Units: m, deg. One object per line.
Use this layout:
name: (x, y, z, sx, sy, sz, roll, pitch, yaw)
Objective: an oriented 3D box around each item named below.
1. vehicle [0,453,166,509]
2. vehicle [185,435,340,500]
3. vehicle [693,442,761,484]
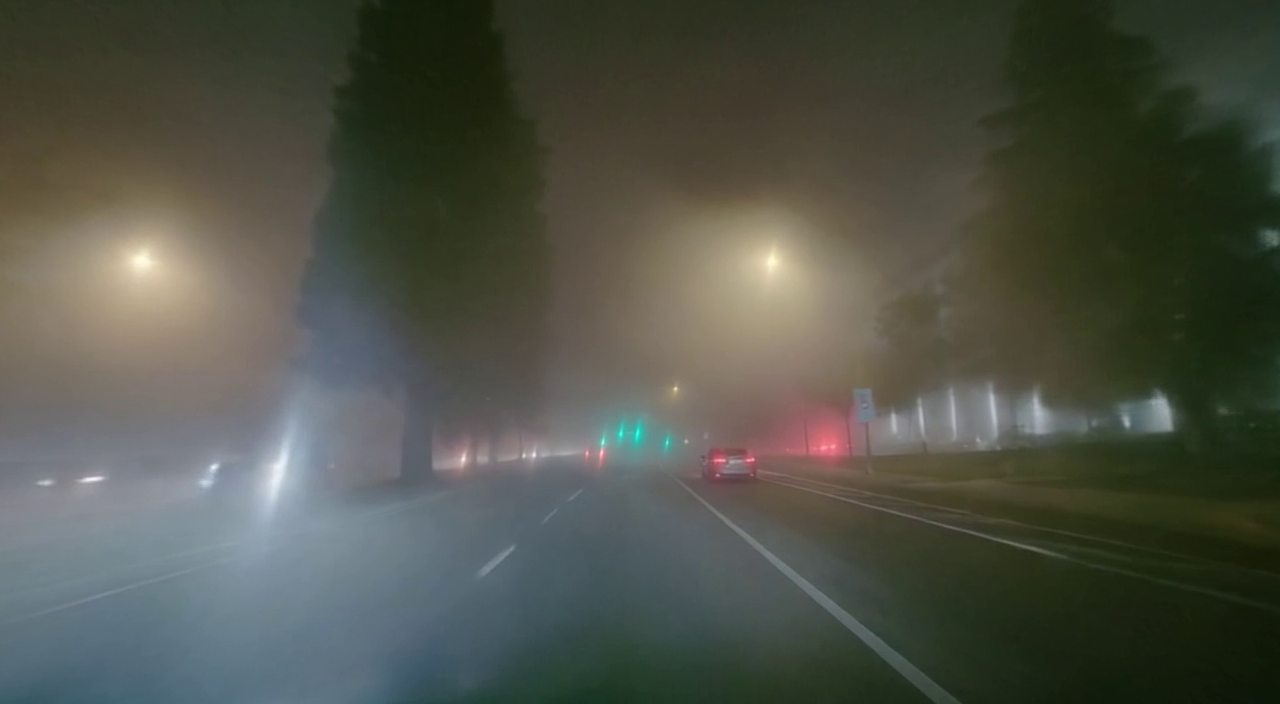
vehicle: (-17.402, 3.932, 19.750, 1.897, 1.507, 4.132, 0, -9, 0)
vehicle: (-11.286, 3.460, 19.342, 2.027, 1.716, 4.357, 0, -9, 0)
vehicle: (3.245, 4.255, 24.469, 1.966, 1.449, 4.290, 0, -9, -1)
